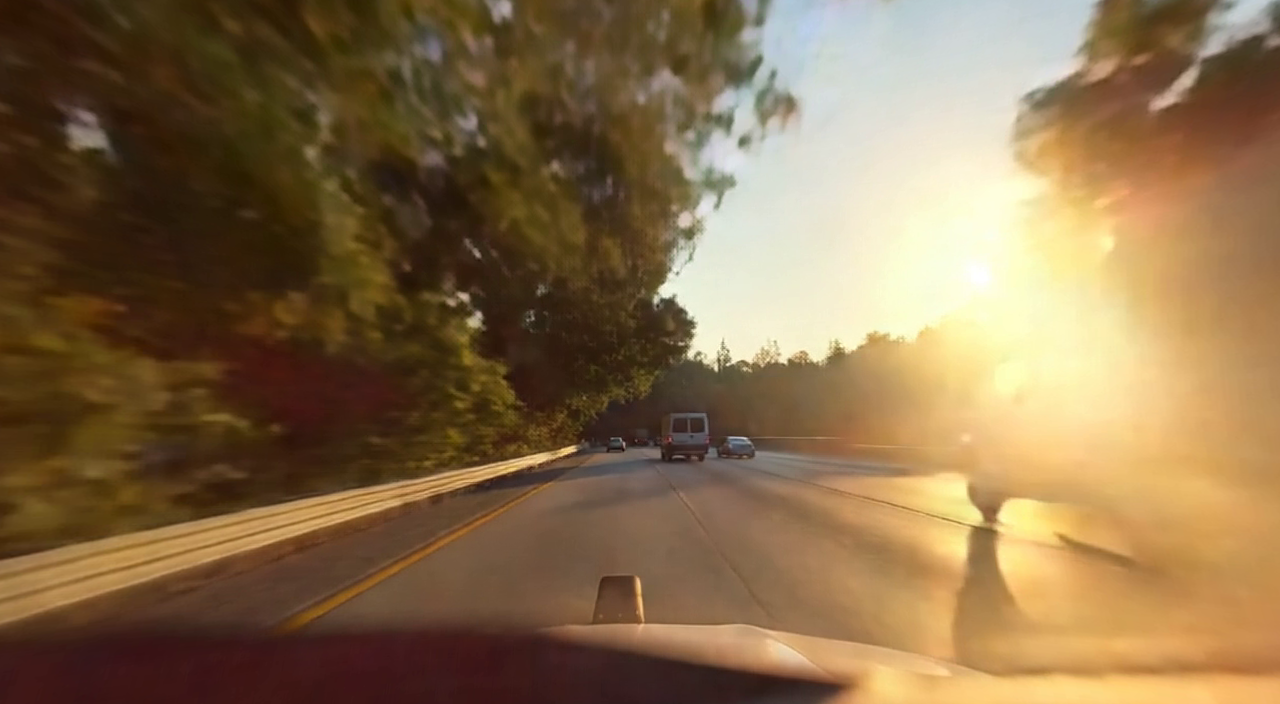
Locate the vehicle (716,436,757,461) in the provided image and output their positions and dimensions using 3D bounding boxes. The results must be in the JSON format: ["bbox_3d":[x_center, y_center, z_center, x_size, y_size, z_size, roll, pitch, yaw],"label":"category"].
[{"bbox_3d":[5.868,5.896,38.712,1.821,1.468,3.805,0,-8,-2],"label":"vehicle"}]

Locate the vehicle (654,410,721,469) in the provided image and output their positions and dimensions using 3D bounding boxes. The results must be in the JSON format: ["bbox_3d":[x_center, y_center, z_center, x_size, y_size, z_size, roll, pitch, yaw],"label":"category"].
[{"bbox_3d":[2.100,4.123,29.847,2.436,2.521,5.409,0,-8,-3],"label":"vehicle"}]

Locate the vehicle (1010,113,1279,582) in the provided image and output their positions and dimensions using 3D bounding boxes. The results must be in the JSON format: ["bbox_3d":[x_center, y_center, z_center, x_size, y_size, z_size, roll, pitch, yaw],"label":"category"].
[{"bbox_3d":[7.056,-0.473,2.269,2.904,4.054,14.017,0,-8,0],"label":"vehicle"}]
